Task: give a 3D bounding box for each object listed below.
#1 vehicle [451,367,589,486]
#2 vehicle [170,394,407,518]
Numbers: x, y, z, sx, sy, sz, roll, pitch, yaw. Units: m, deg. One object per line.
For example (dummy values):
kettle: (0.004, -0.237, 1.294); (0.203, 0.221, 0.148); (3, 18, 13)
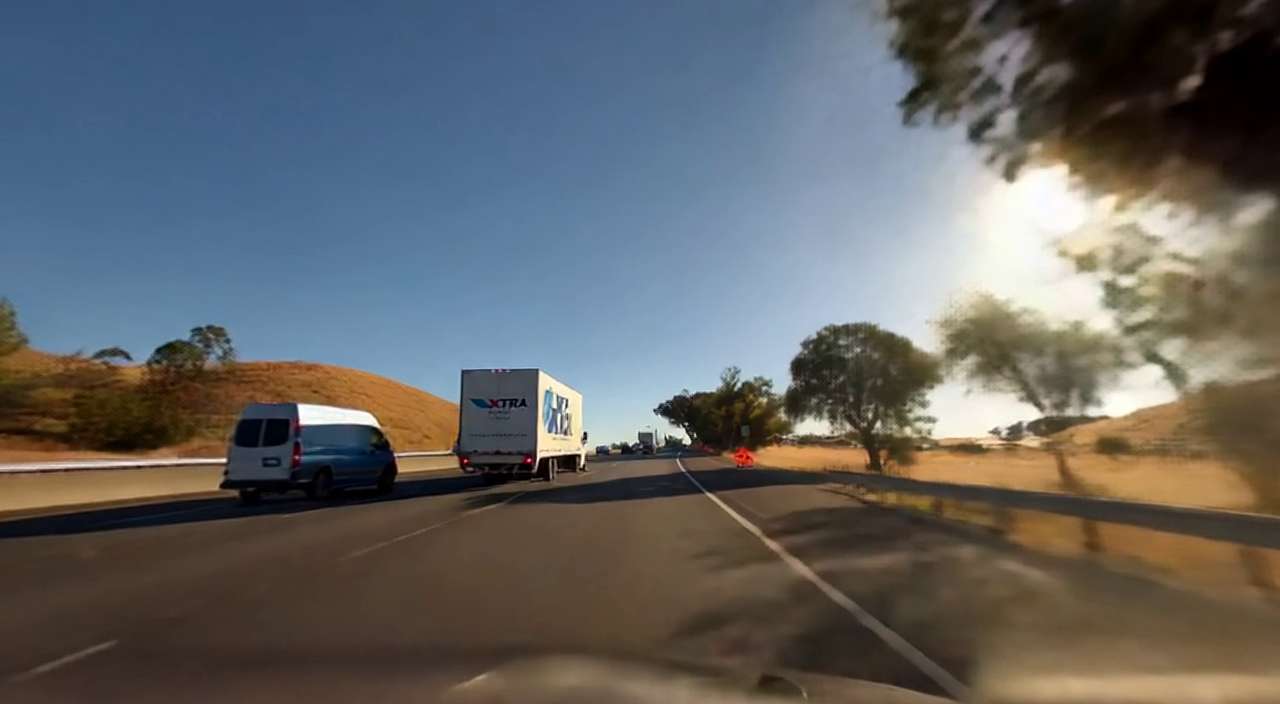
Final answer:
vehicle: (-4.436, 3.192, 26.053); (3.183, 4.011, 9.617); (0, -8, 4)
vehicle: (-8.609, 2.636, 16.427); (2.469, 2.615, 5.874); (0, -8, 3)
